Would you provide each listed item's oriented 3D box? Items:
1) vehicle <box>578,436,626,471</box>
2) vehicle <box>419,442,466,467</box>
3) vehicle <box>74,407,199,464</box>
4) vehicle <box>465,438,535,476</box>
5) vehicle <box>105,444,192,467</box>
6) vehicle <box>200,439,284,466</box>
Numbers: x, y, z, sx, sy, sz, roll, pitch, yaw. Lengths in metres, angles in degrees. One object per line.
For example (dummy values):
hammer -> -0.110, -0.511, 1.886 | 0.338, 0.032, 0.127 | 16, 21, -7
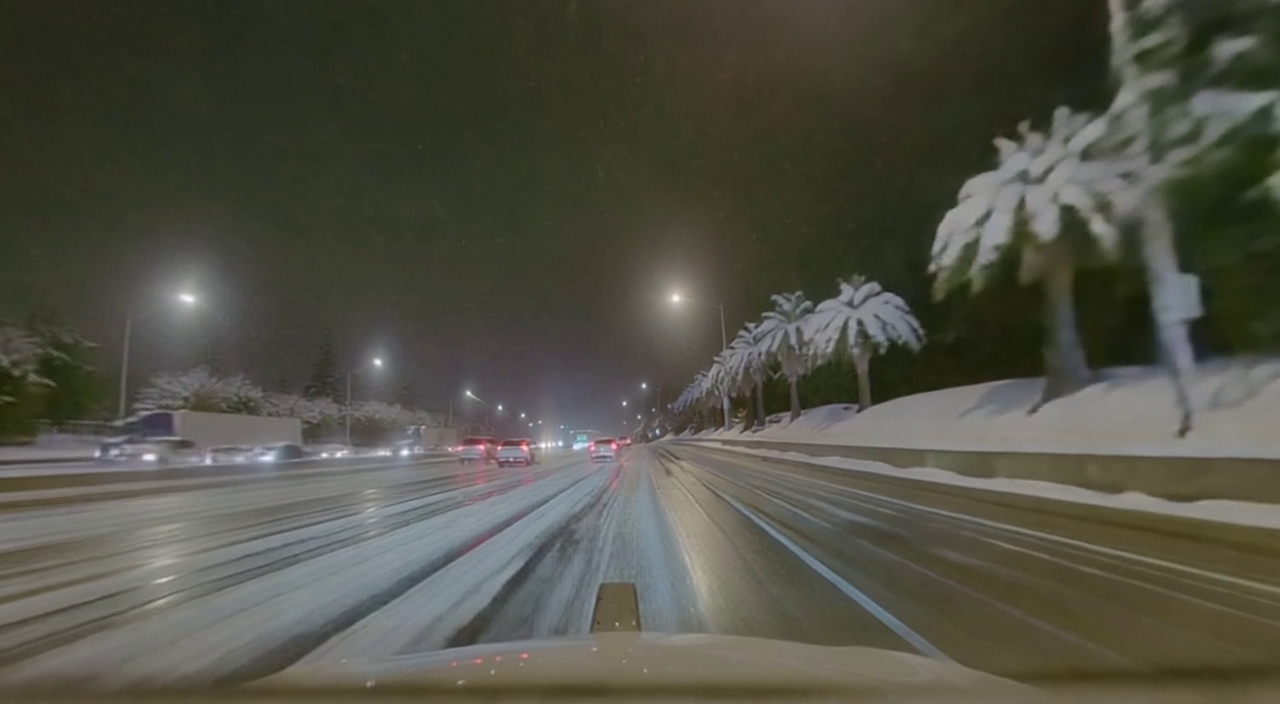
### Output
vehicle -> -1.905, 5.262, 32.962 | 2.201, 1.672, 4.128 | 0, -8, 1
vehicle -> -13.987, 7.264, 45.064 | 1.836, 1.662, 4.317 | 0, -8, 2
vehicle -> -36.591, 6.165, 46.338 | 3.004, 3.870, 6.956 | 0, -8, 3
vehicle -> -6.628, 5.003, 30.423 | 2.204, 1.677, 4.438 | 0, -8, 2
vehicle -> -32.750, 6.899, 42.289 | 1.826, 1.483, 4.797 | -1, -8, 3
vehicle -> -23.790, 6.005, 37.992 | 1.940, 1.494, 4.599 | 0, -8, 2
